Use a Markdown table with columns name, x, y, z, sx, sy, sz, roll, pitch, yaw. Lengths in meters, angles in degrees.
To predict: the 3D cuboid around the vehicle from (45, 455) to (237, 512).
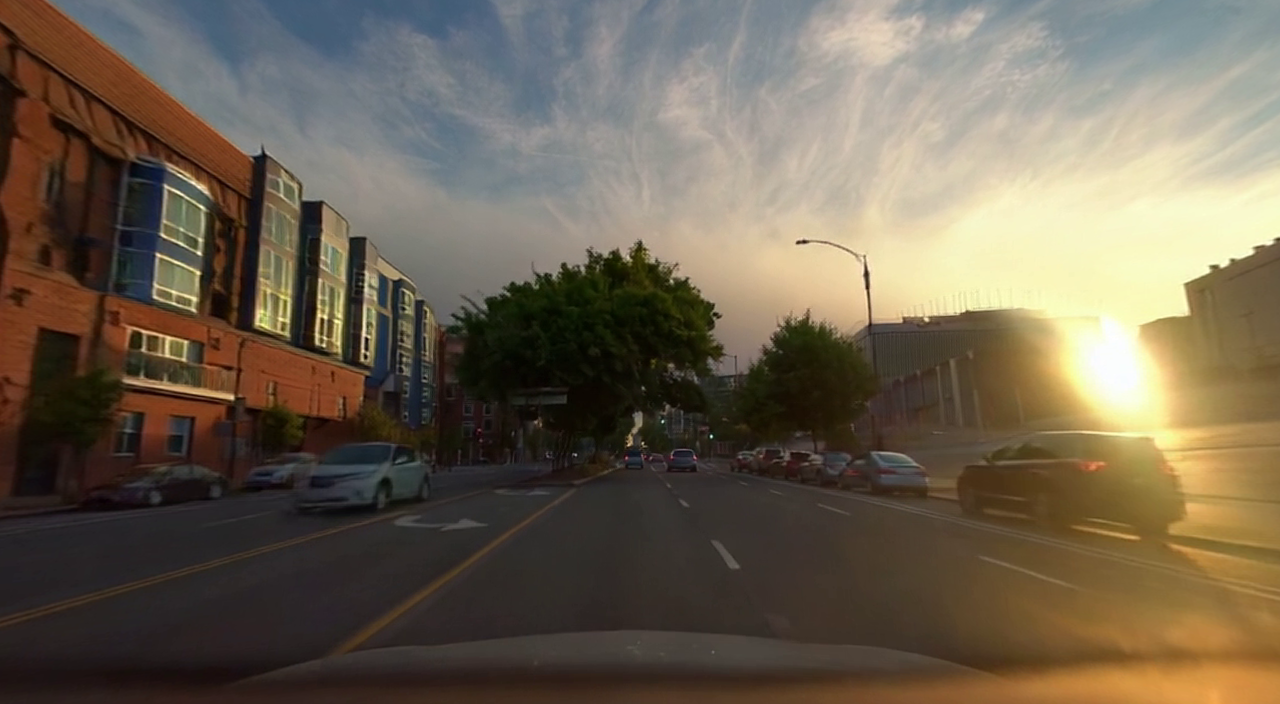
| name | x | y | z | sx | sy | sz | roll | pitch | yaw |
| --- | --- | --- | --- | --- | --- | --- | --- | --- | --- |
| vehicle | -14.929 | 3.909 | 19.354 | 1.953 | 1.456 | 4.690 | 0 | -9 | 2 |

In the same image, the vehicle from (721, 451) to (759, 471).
| name | x | y | z | sx | sy | sz | roll | pitch | yaw |
| --- | --- | --- | --- | --- | --- | --- | --- | --- | --- |
| vehicle | 7.828 | 8.572 | 49.942 | 2.054 | 1.455 | 4.786 | 0 | -9 | -2 |

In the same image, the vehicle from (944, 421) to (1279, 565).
| name | x | y | z | sx | sy | sz | roll | pitch | yaw |
| --- | --- | --- | --- | --- | --- | --- | --- | --- | --- |
| vehicle | 7.971 | 2.365 | 11.437 | 2.305 | 1.984 | 5.002 | 0 | -9 | -1 |

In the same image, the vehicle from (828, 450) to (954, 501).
| name | x | y | z | sx | sy | sz | roll | pitch | yaw |
| --- | --- | --- | --- | --- | --- | --- | --- | --- | --- |
| vehicle | 7.965 | 3.944 | 20.690 | 2.030 | 1.444 | 4.832 | 0 | -9 | -2 |

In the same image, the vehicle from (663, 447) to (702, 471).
| name | x | y | z | sx | sy | sz | roll | pitch | yaw |
| --- | --- | --- | --- | --- | --- | --- | --- | --- | --- |
| vehicle | 2.796 | 7.154 | 42.616 | 2.238 | 1.499 | 4.964 | 0 | -8 | -1 |

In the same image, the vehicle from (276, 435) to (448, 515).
| name | x | y | z | sx | sy | sz | roll | pitch | yaw |
| --- | --- | --- | --- | --- | --- | --- | --- | --- | --- |
| vehicle | -6.331 | 2.834 | 15.103 | 2.048 | 1.615 | 4.453 | 0 | -8 | 0 |
